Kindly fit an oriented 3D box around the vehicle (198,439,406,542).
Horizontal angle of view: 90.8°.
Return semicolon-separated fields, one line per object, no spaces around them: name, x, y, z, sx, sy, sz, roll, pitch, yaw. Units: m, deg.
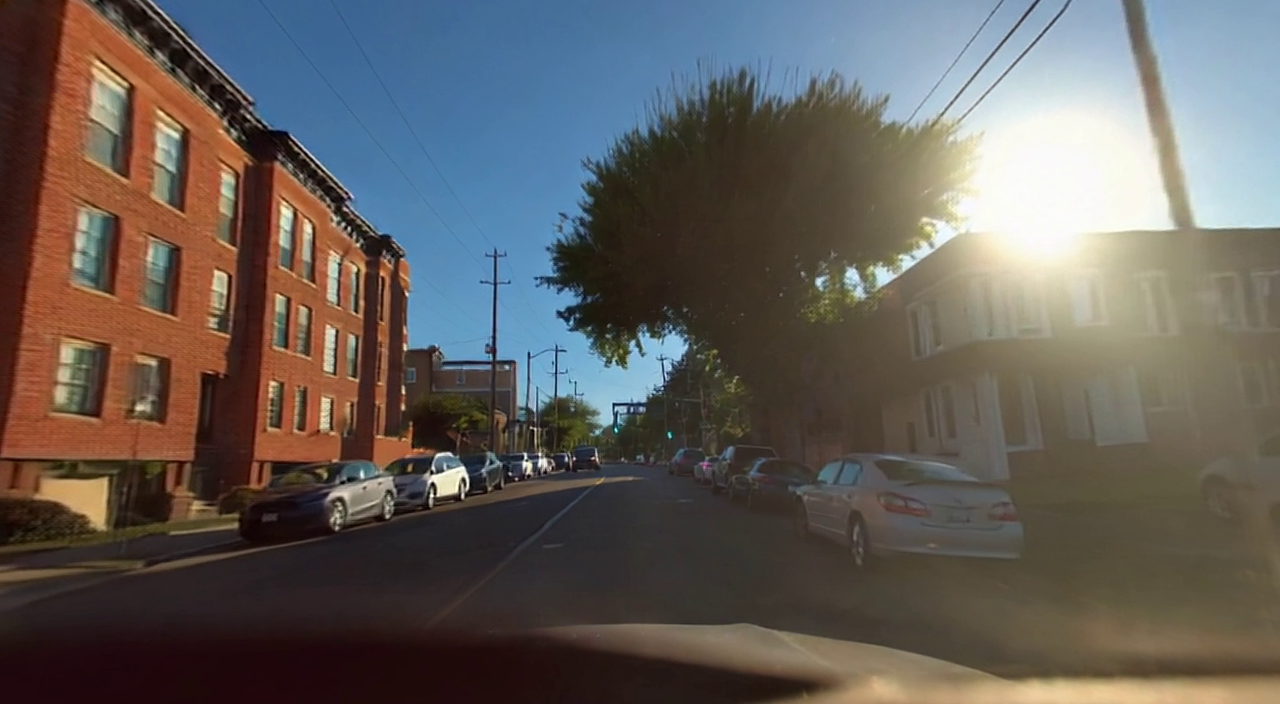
vehicle;-6.847;2.852;13.595;1.930;1.756;4.955;0;-10;-3

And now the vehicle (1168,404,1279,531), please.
vehicle;9.759;1.499;8.345;1.968;1.713;4.379;-3;-11;6

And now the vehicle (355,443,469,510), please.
vehicle;-6.771;3.754;19.340;1.925;1.759;4.396;0;-10;-1

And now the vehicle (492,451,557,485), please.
vehicle;-5.819;5.750;31.388;1.994;1.510;4.802;4;-11;-24

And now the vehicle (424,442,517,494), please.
vehicle;-6.804;4.779;26.177;2.263;1.882;5.706;0;-10;0

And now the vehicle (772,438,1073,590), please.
vehicle;3.261;1.981;8.518;1.885;1.464;4.466;0;-10;-1

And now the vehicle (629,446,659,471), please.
vehicle;0.237;7.889;46.637;2.059;1.736;3.994;0;-10;-1

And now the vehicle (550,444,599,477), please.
vehicle;-3.857;6.563;38.118;2.236;1.834;4.743;-1;-10;3

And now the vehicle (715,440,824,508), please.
vehicle;3.280;3.225;16.921;1.895;1.553;4.235;0;-10;-1
